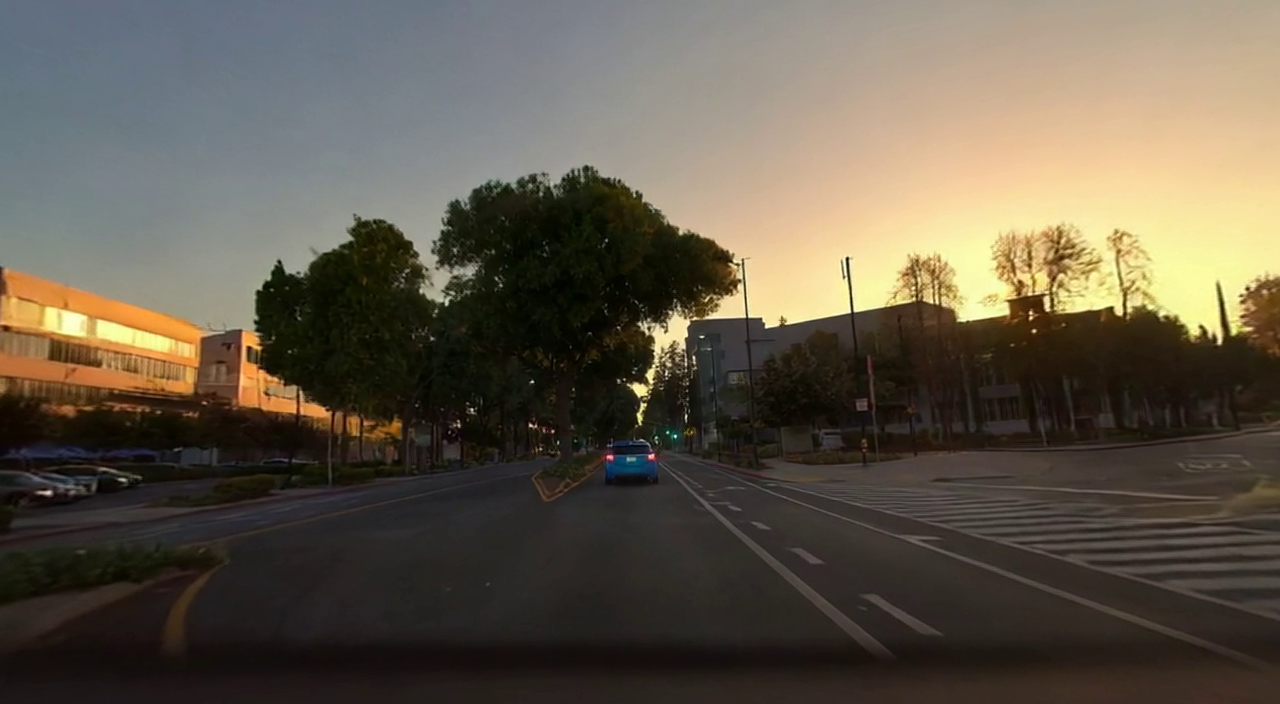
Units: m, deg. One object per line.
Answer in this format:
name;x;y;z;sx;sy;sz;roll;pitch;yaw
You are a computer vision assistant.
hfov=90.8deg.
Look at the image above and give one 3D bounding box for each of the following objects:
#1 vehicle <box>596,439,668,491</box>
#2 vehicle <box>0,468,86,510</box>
vehicle;-0.240;3.801;21.705;2.221;1.570;4.398;0;-8;0
vehicle;-23.127;5.078;23.443;3.376;1.383;1.795;0;-8;-2
